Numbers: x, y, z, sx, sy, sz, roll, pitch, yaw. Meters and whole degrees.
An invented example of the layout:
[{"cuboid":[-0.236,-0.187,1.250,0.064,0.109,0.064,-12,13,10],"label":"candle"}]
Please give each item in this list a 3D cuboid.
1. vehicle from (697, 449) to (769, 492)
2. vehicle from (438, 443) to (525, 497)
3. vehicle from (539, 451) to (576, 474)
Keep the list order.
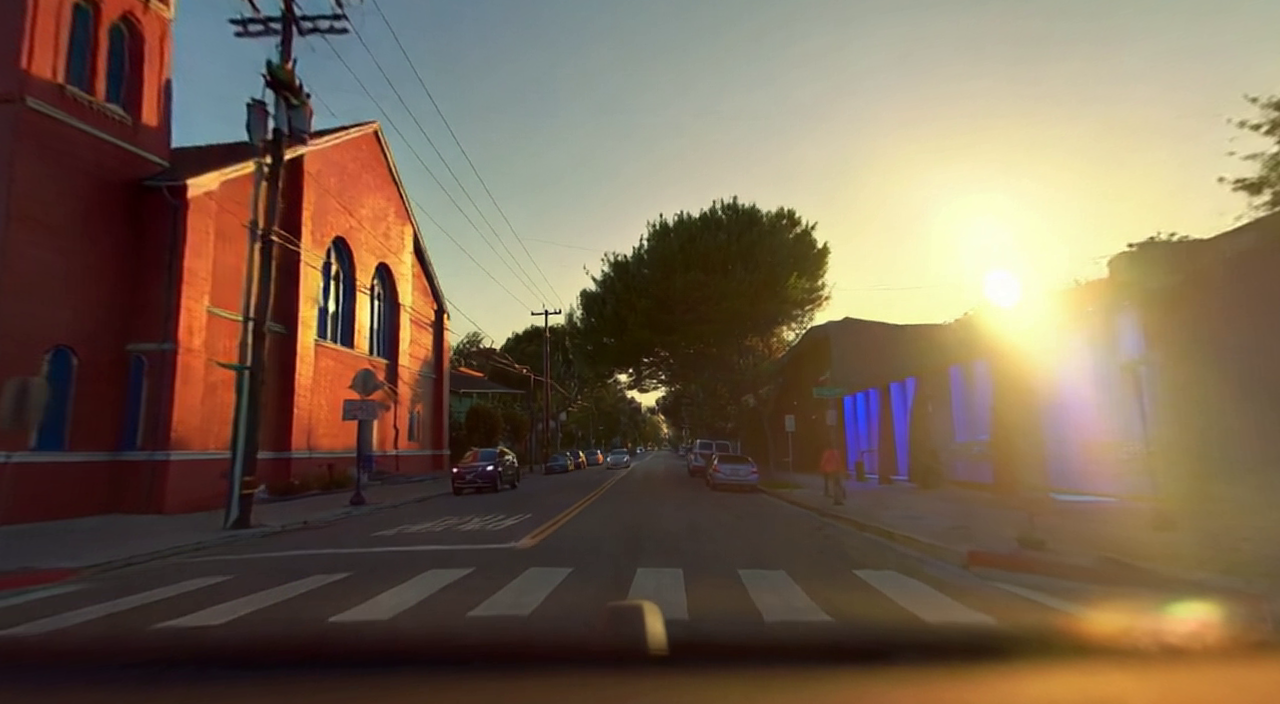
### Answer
[{"cuboid":[3.372,4.399,23.882,1.966,1.471,4.552,0,-9,-1],"label":"vehicle"},{"cuboid":[-6.085,4.542,24.849,2.140,1.746,4.385,-4,-8,2],"label":"vehicle"},{"cuboid":[-5.736,7.750,44.578,1.844,1.486,4.474,0,-9,3],"label":"vehicle"}]
